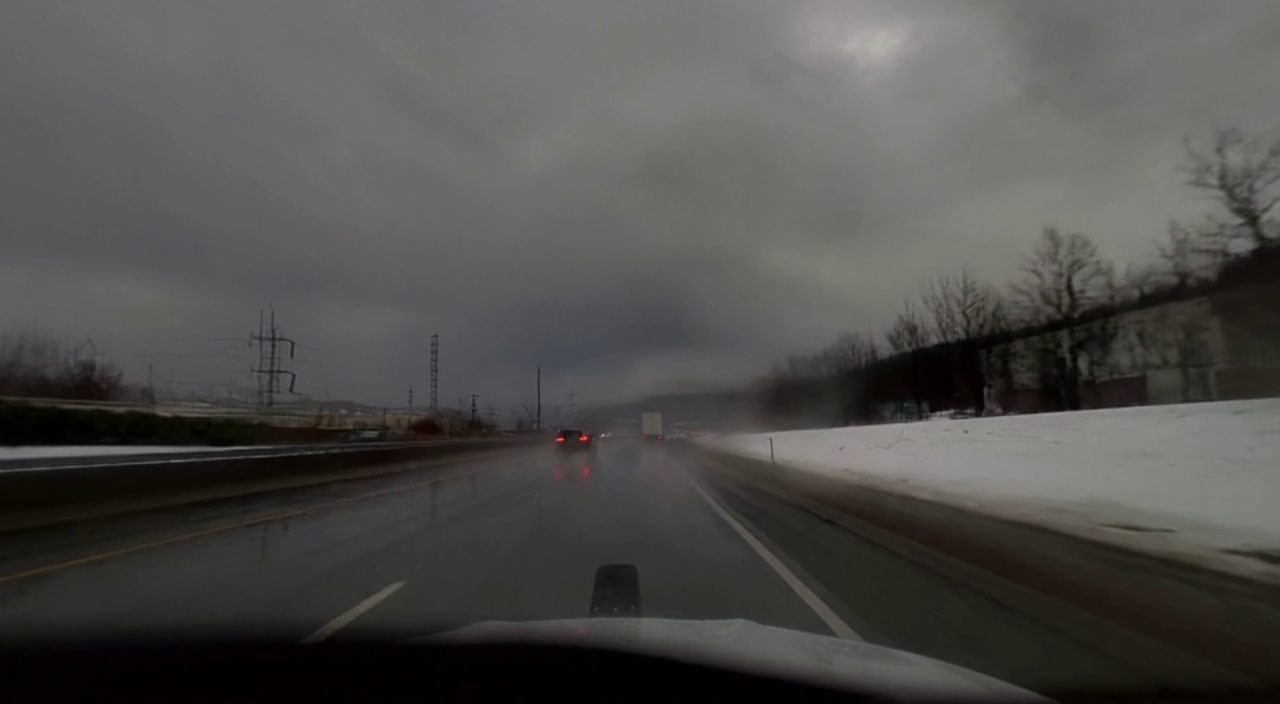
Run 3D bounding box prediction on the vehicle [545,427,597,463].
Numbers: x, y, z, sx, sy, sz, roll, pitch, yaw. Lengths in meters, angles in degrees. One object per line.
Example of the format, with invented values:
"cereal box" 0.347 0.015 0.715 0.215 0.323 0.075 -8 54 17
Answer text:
"vehicle" -3.329 4.586 31.185 2.018 1.678 4.312 0 -8 1
